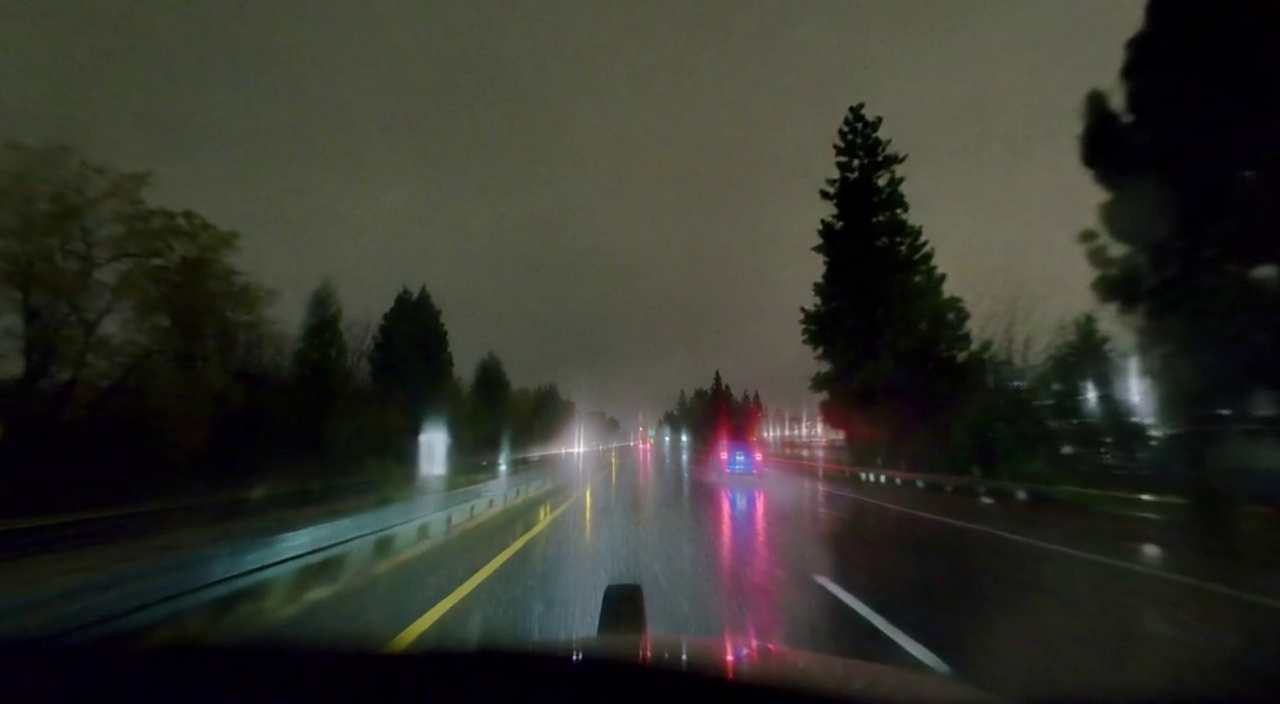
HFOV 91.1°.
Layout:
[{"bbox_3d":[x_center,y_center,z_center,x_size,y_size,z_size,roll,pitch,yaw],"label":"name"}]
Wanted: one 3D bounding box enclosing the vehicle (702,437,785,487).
[{"bbox_3d":[3.440,3.739,21.702,2.079,1.531,3.997,0,-8,-1],"label":"vehicle"}]
